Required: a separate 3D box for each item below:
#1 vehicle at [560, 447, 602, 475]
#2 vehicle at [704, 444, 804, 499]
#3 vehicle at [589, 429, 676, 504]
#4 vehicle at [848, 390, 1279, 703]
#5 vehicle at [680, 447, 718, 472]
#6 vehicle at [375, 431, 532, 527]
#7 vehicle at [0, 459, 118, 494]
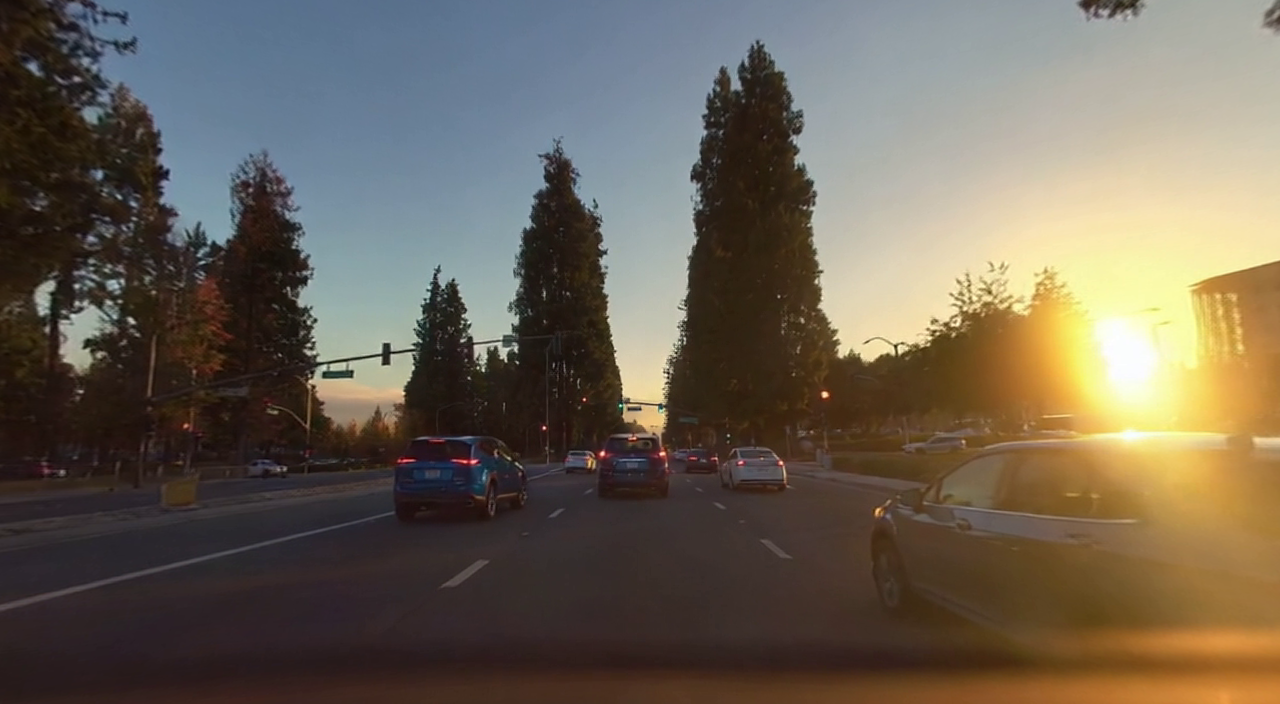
[{"bbox_3d":[-3.343,6.282,36.449,1.897,1.479,4.204,0,-8,1],"label":"vehicle"},{"bbox_3d":[3.357,3.606,19.570,2.036,1.480,4.659,0,-8,-3],"label":"vehicle"},{"bbox_3d":[-0.194,3.132,17.685,2.132,1.816,4.471,0,-8,0],"label":"vehicle"},{"bbox_3d":[3.011,1.139,3.809,1.976,1.491,4.427,0,-8,0],"label":"vehicle"},{"bbox_3d":[3.807,6.972,41.109,1.996,1.443,4.270,0,-8,-1],"label":"vehicle"},{"bbox_3d":[-3.748,2.625,13.619,2.039,1.709,4.265,0,-8,1],"label":"vehicle"},{"bbox_3d":[-34.016,7.203,36.538,5.352,1.850,2.276,0,-8,-2],"label":"vehicle"}]
